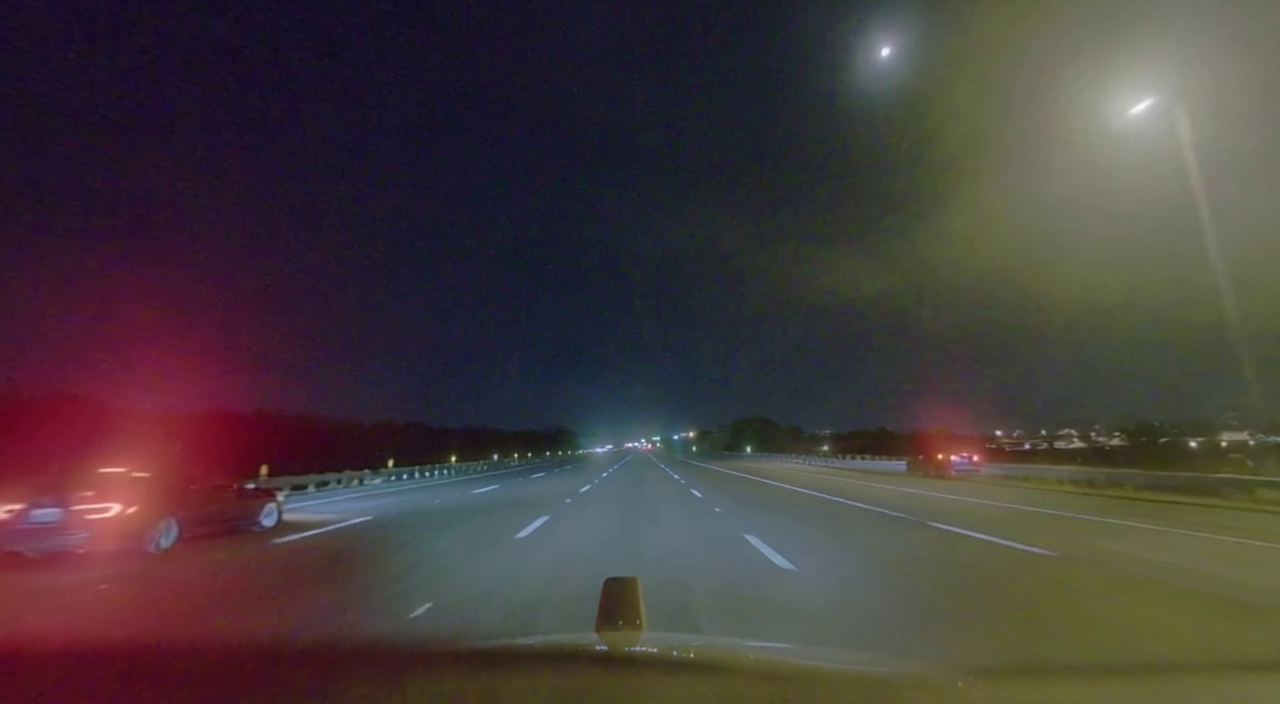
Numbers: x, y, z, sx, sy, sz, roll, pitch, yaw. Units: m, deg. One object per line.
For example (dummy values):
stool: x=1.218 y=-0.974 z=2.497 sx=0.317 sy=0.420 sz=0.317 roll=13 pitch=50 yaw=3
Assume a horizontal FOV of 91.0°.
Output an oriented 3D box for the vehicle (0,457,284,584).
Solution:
vehicle: x=-7.510 y=2.174 z=9.021 sx=2.165 sy=1.274 sz=4.525 roll=0 pitch=-9 yaw=0
